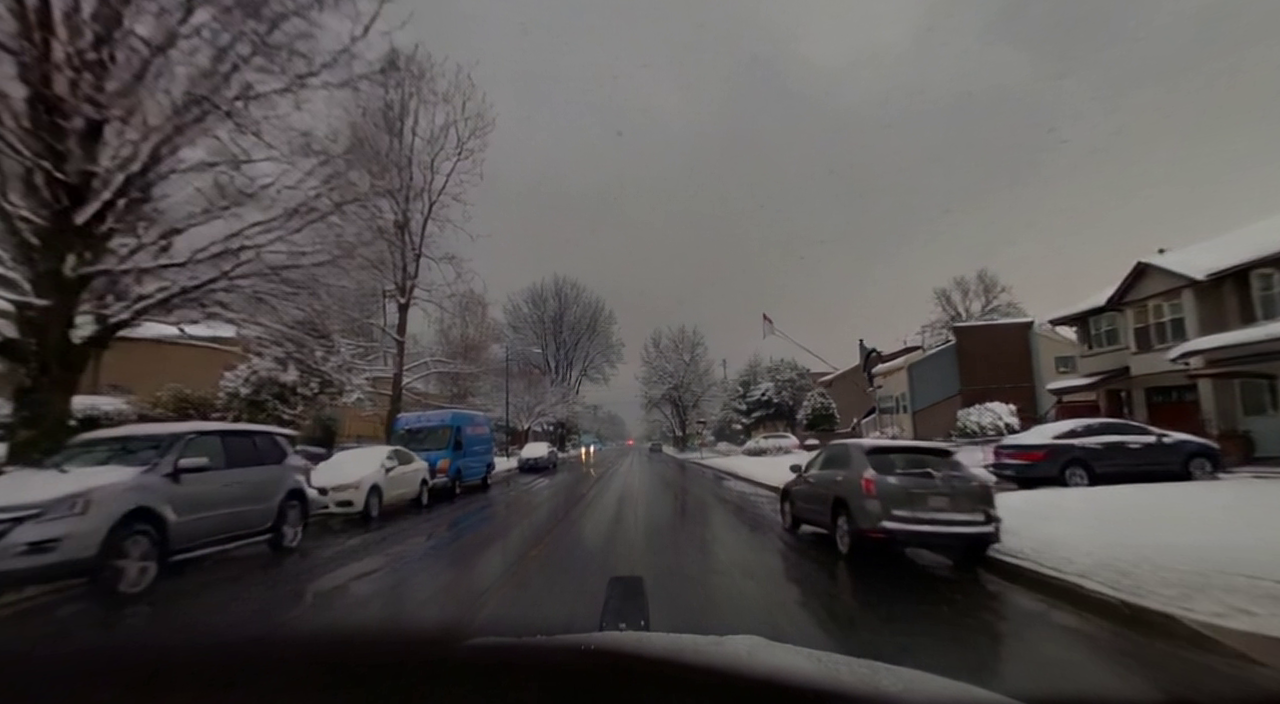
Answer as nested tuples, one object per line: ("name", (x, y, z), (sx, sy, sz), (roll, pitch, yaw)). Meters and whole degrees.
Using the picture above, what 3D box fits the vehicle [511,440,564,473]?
("vehicle", (-5.235, 5.382, 32.683), (2.038, 1.571, 4.524), (0, -8, -1))

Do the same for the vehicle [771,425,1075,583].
("vehicle", (3.223, 1.790, 8.435), (1.945, 1.514, 4.552), (0, -8, 0))

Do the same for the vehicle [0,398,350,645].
("vehicle", (-5.460, 1.596, 7.122), (2.090, 1.855, 4.494), (0, -8, 2))

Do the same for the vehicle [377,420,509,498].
("vehicle", (-5.705, 3.174, 19.197), (2.315, 2.008, 5.343), (0, -8, 0))

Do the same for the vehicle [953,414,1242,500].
("vehicle", (9.201, 2.127, 12.989), (4.365, 1.597, 2.112), (1, -8, -4))
